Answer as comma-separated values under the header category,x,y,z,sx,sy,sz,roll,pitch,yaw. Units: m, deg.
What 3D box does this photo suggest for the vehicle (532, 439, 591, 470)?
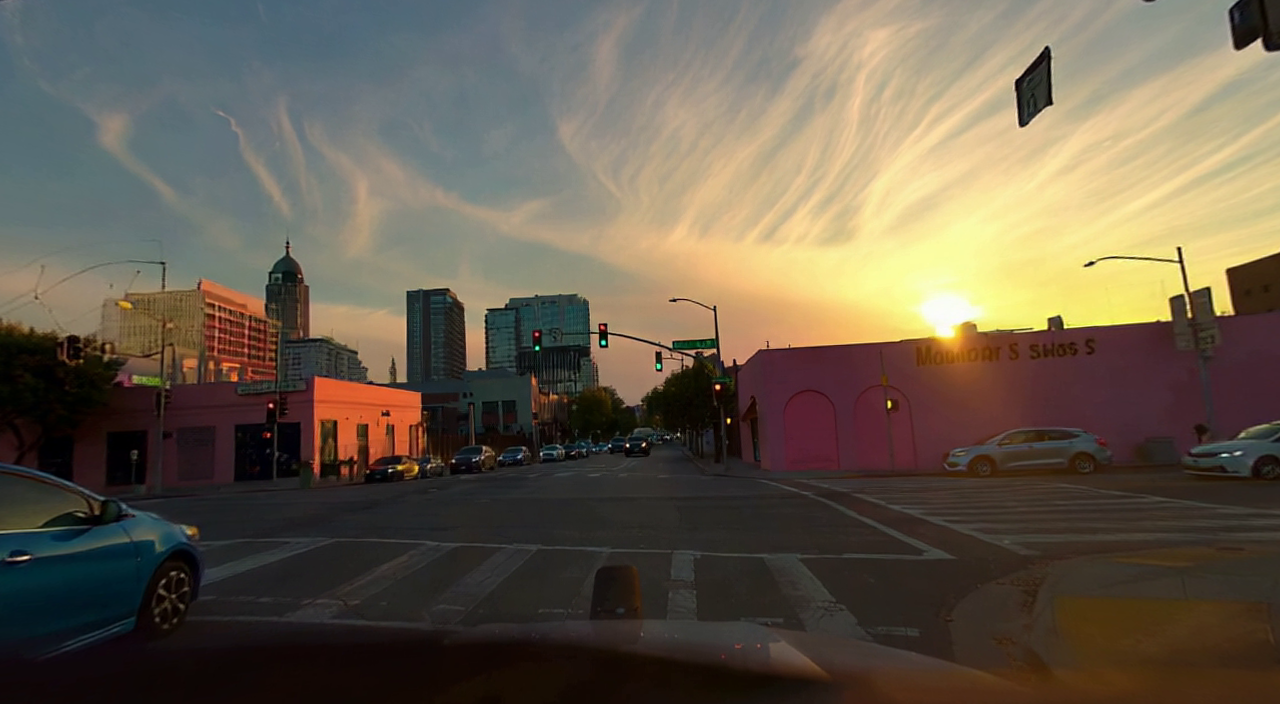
category,x,y,z,sx,sy,sz,roll,pitch,yaw
vehicle,-4.497,5.977,36.862,1.928,1.647,4.575,-2,-9,13

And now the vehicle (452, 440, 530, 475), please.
category,x,y,z,sx,sy,sz,roll,pitch,yaw
vehicle,-8.390,5.979,36.048,2.152,1.825,5.406,-2,-9,12

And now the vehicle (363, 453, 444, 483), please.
category,x,y,z,sx,sy,sz,roll,pitch,yaw
vehicle,-12.592,6.173,33.882,1.976,1.425,4.567,-1,-9,9

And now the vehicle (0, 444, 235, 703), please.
category,x,y,z,sx,sy,sz,roll,pitch,yaw
vehicle,-3.689,0.980,2.153,1.759,1.325,4.295,0,-9,0

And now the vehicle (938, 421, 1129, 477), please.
category,x,y,z,sx,sy,sz,roll,pitch,yaw
vehicle,11.570,2.890,18.801,4.355,1.546,1.820,-1,-9,6
